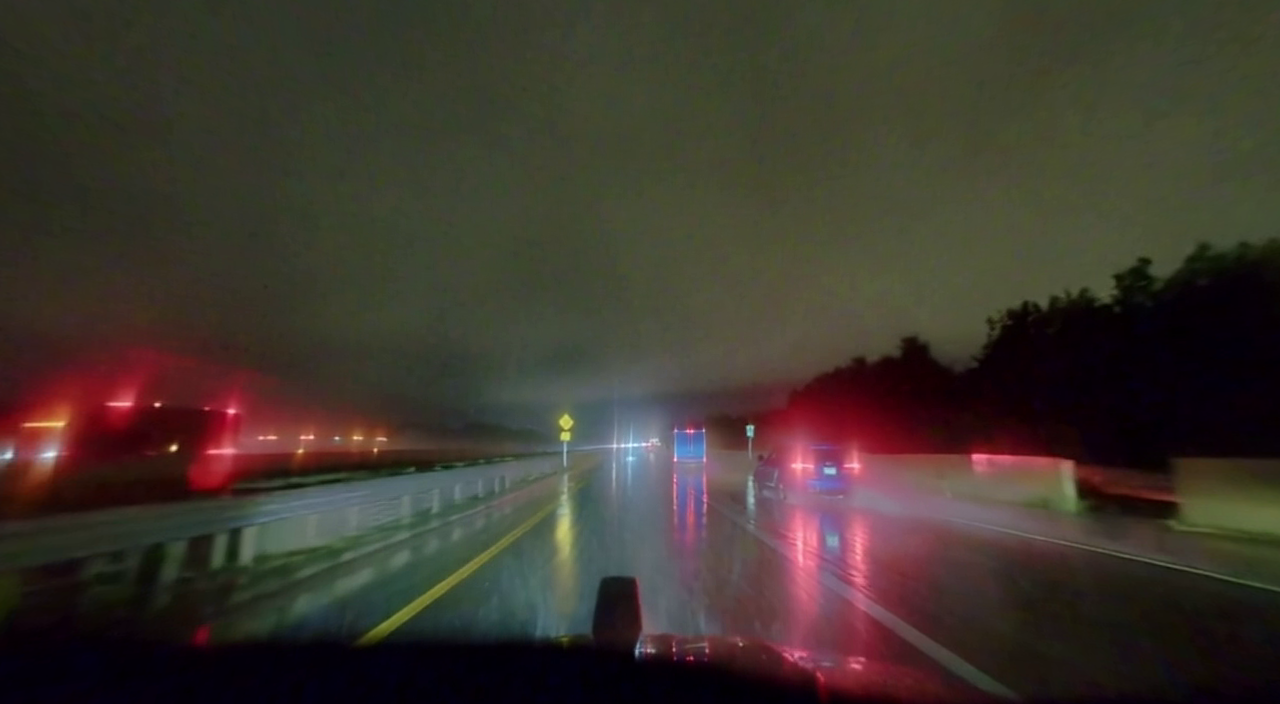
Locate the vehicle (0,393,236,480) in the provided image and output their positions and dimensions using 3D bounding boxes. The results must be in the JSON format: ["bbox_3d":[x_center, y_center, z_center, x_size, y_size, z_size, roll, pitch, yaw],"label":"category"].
[{"bbox_3d":[-30.633,5.387,38.657,3.029,4.123,16.728,0,-9,-9],"label":"vehicle"}]

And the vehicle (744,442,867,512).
[{"bbox_3d":[3.852,2.969,15.335,1.836,1.459,3.766,0,-9,-2],"label":"vehicle"}]

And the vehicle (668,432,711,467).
[{"bbox_3d":[3.791,7.645,49.293,2.597,2.593,5.984,0,-9,-2],"label":"vehicle"}]
